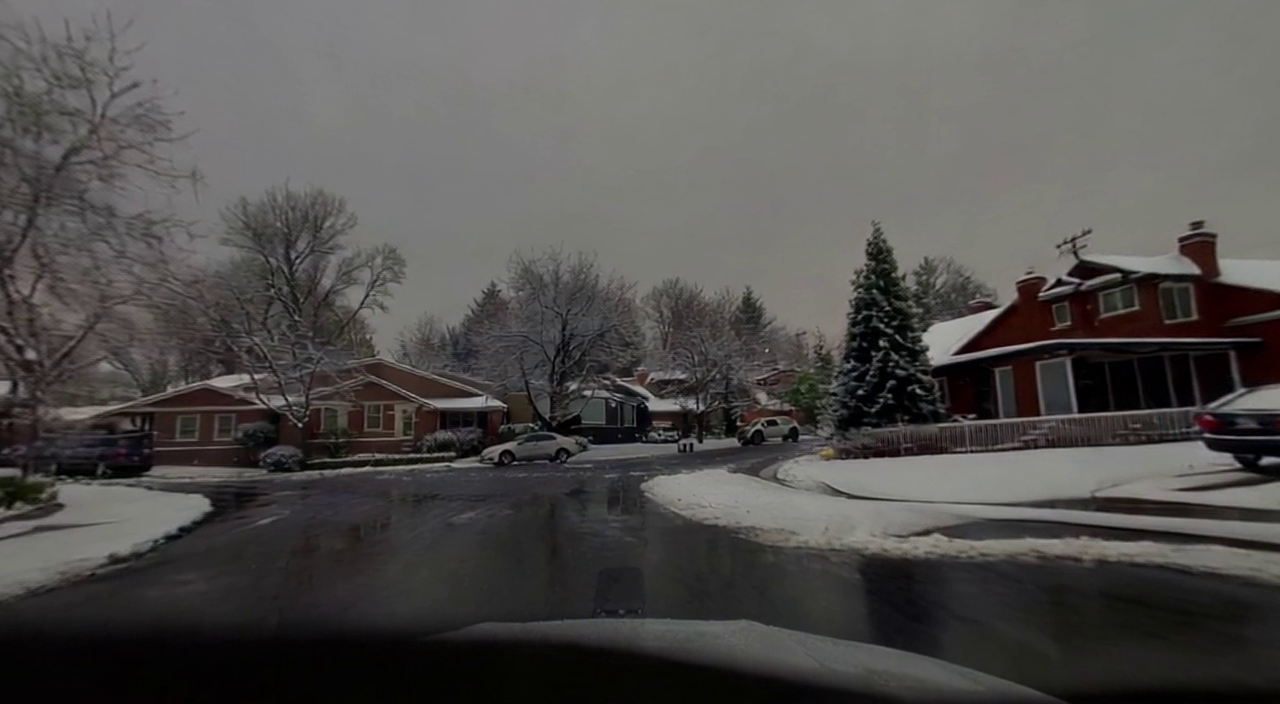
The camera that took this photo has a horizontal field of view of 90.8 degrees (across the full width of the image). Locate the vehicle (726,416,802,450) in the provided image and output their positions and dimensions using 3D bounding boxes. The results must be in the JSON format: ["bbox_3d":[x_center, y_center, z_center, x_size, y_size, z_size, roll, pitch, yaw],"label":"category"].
[{"bbox_3d":[6.965,4.559,35.140,2.152,1.773,4.495,-7,-11,40],"label":"vehicle"}]

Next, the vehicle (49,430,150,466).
[{"bbox_3d":[-27.644,4.898,32.337,4.237,1.728,2.203,-4,-9,25],"label":"vehicle"}]

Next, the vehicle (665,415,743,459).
[{"bbox_3d":[3.651,4.696,35.474,2.310,1.701,4.280,1,2,40],"label":"vehicle"}]

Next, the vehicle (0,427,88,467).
[{"bbox_3d":[-28.638,4.449,29.610,3.913,1.785,2.147,-2,-9,14],"label":"vehicle"}]

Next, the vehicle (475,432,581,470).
[{"bbox_3d":[-5.580,5.014,31.984,4.815,1.827,2.147,-1,-9,8],"label":"vehicle"}]
